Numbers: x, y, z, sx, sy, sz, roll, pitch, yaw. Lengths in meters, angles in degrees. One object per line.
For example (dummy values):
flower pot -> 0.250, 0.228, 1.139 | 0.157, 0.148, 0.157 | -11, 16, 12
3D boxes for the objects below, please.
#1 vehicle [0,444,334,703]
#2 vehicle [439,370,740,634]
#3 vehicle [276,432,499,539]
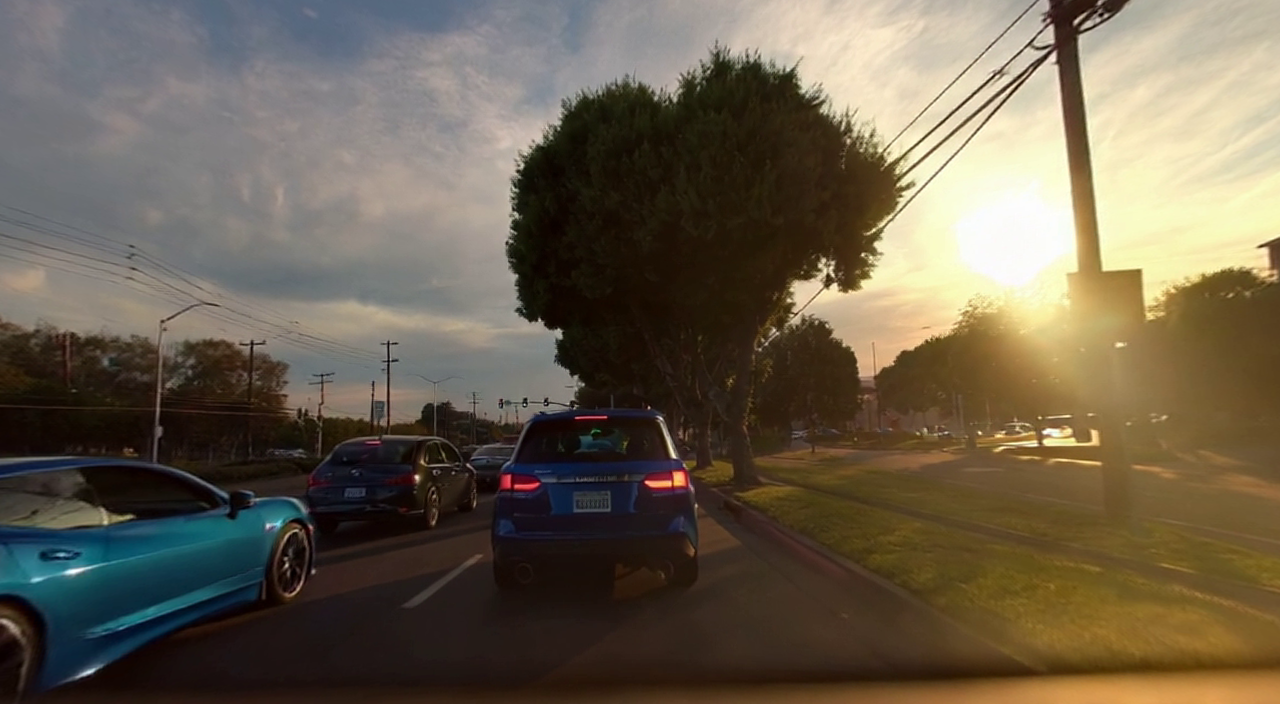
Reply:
vehicle -> -3.759, 1.175, 3.491 | 1.865, 1.314, 4.461 | 0, -8, 1
vehicle -> -0.307, 1.289, 6.274 | 2.012, 1.769, 3.897 | 0, -8, 1
vehicle -> -4.052, 2.207, 11.151 | 2.087, 1.485, 4.452 | 0, -8, 0
